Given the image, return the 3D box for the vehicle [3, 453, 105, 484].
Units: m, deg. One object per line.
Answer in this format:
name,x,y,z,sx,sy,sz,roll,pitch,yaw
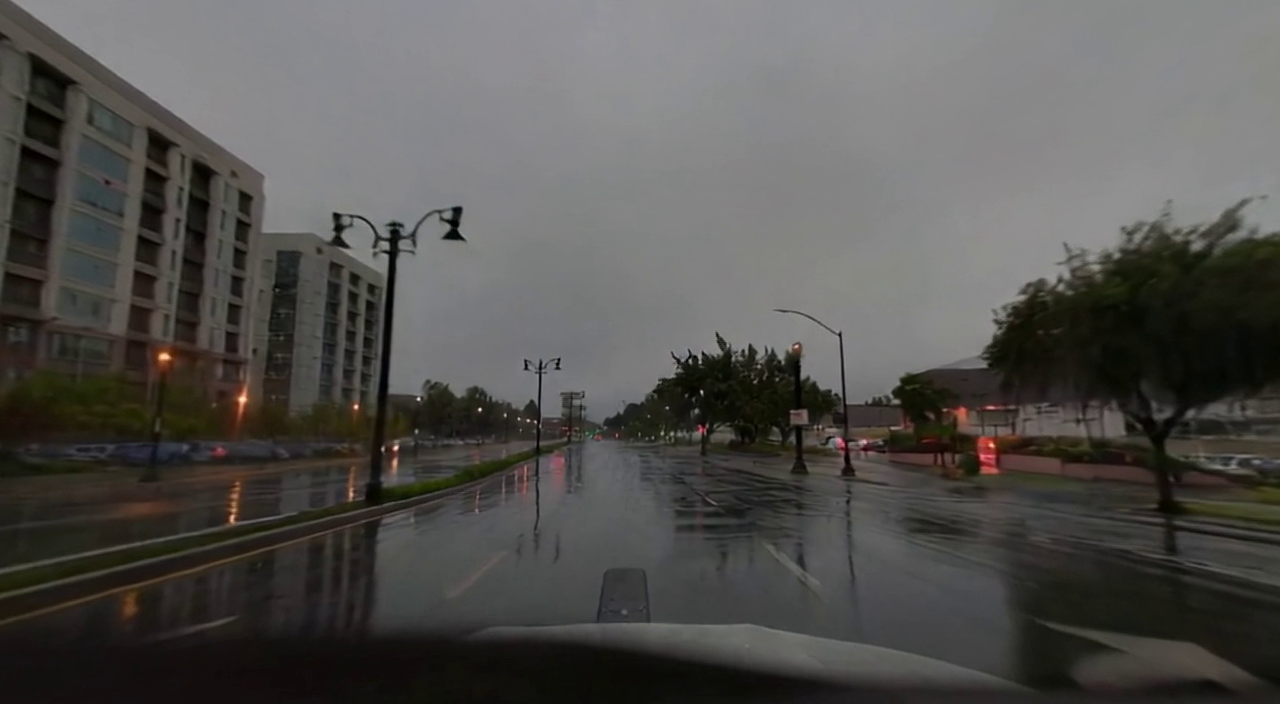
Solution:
vehicle,-28.794,5.738,31.112,1.518,1.364,3.470,1,-10,2
